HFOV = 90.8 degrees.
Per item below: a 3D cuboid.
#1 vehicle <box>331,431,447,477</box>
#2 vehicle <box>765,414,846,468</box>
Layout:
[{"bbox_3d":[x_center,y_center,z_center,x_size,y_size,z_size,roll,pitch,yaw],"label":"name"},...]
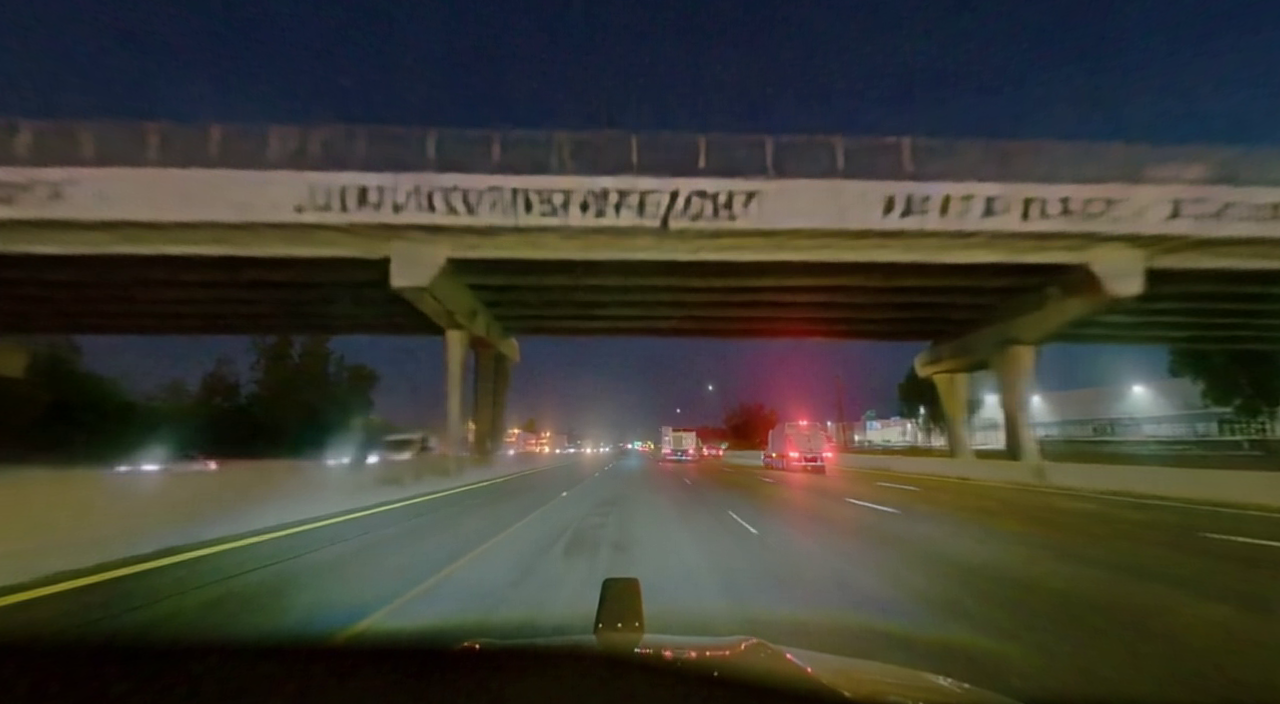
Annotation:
[{"bbox_3d":[-10.100,4.186,26.094,2.470,1.699,5.547,0,-9,1],"label":"vehicle"},{"bbox_3d":[11.175,6.230,43.894,2.912,3.293,9.588,0,-9,-1],"label":"vehicle"}]
